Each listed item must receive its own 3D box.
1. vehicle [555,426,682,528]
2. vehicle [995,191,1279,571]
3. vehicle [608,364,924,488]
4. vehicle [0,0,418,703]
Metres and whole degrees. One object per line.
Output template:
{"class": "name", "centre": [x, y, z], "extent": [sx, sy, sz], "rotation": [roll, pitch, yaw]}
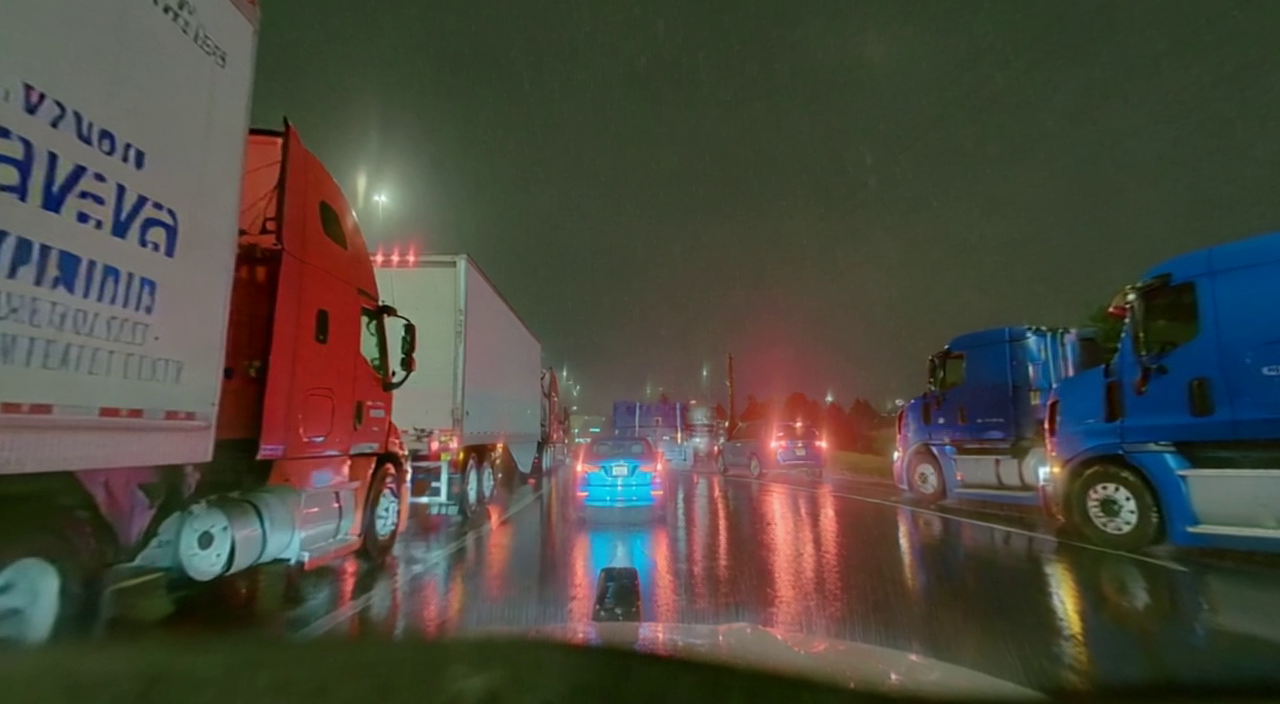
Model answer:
{"class": "vehicle", "centre": [-0.379, 2.410, 12.604], "extent": [2.140, 1.682, 3.971], "rotation": [0, -9, 0]}
{"class": "vehicle", "centre": [11.153, -0.041, 5.242], "extent": [13.564, 4.152, 3.110], "rotation": [-9, -12, 42]}
{"class": "vehicle", "centre": [4.276, 3.334, 27.231], "extent": [2.877, 4.124, 14.516], "rotation": [4, -9, -41]}
{"class": "vehicle", "centre": [-3.967, 0.147, 2.576], "extent": [2.986, 3.391, 9.523], "rotation": [0, -9, -2]}
